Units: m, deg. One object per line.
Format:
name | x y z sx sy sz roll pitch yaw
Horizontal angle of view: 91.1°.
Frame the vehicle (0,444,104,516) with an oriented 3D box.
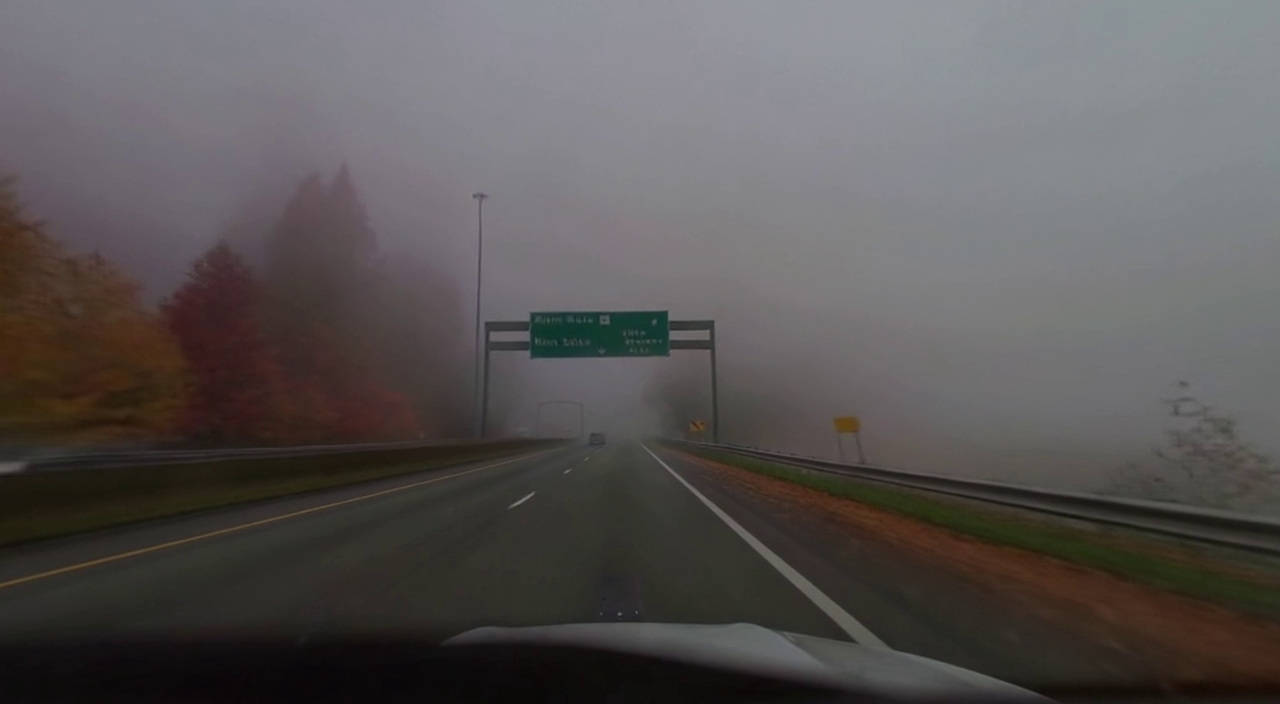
vehicle | -14.876 2.750 13.461 2.276 1.502 5.178 0 -8 -1
